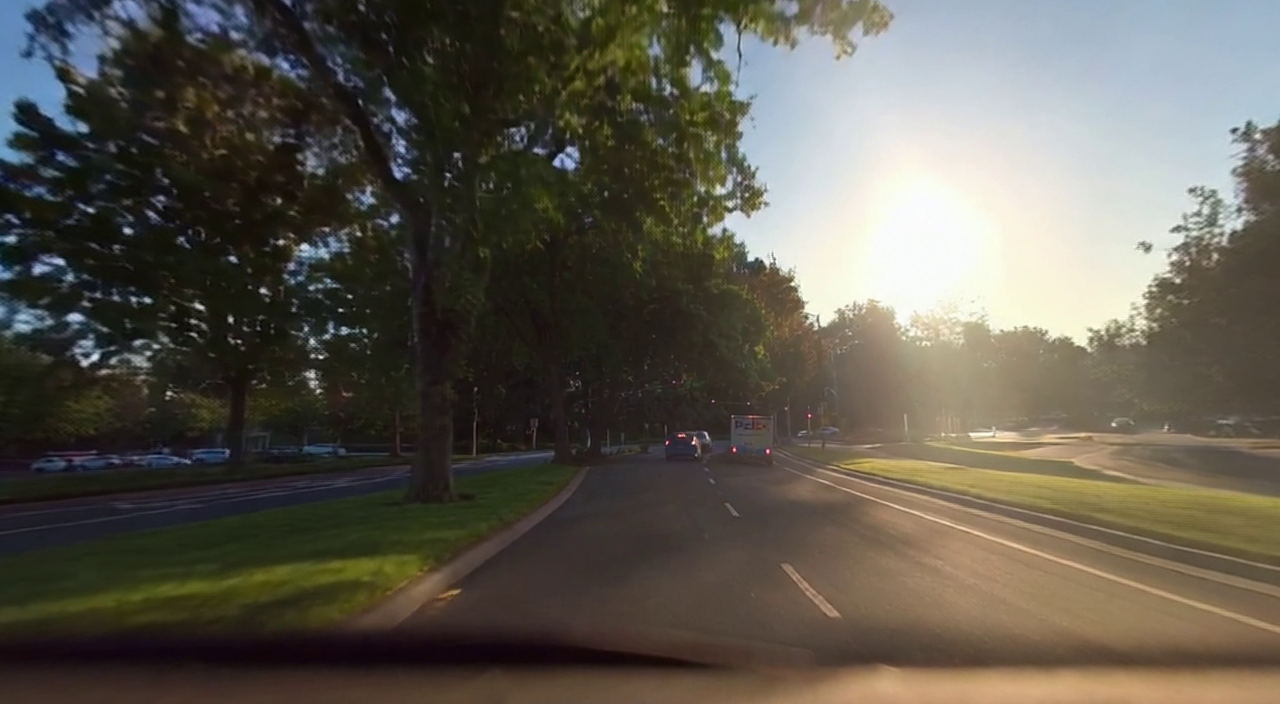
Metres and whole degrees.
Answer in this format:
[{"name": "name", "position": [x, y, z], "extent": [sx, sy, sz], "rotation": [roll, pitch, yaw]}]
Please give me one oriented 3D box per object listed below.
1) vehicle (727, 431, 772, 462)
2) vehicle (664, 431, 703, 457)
[{"name": "vehicle", "position": [5.670, 4.920, 33.037], "extent": [1.989, 1.497, 4.436], "rotation": [-1, -8, 6]}, {"name": "vehicle", "position": [2.756, 5.714, 39.281], "extent": [2.066, 1.482, 4.273], "rotation": [-1, -8, 8]}]
